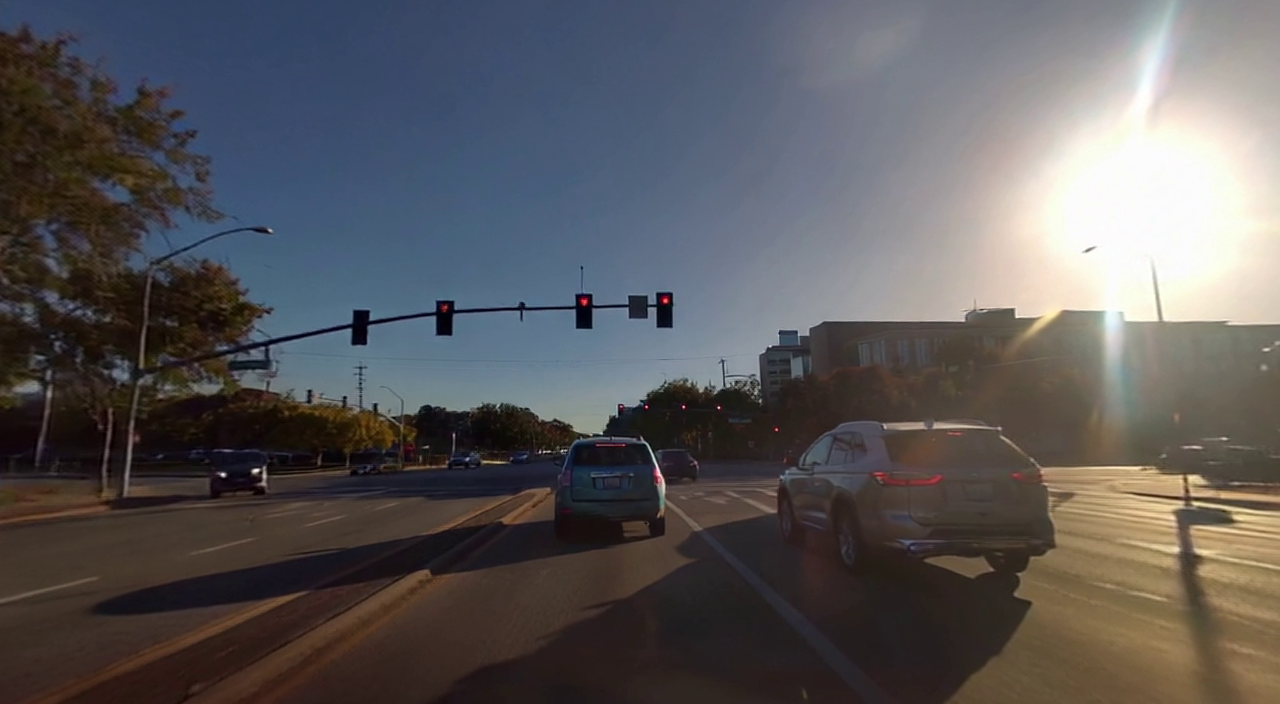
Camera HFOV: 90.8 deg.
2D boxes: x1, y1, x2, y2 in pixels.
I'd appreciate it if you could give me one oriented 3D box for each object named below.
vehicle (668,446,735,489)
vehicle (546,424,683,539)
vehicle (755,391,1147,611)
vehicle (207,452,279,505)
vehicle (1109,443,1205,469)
[{"bbox_3d":[2.228,4.310,23.987,1.900,1.459,4.260,0,-9,-3],"label":"vehicle"},{"bbox_3d":[-0.437,2.254,11.575,2.039,1.698,4.144,0,-9,-2],"label":"vehicle"},{"bbox_3d":[2.995,1.554,7.492,2.228,1.798,4.370,0,-9,-3],"label":"vehicle"},{"bbox_3d":[-15.577,4.842,24.733,2.060,1.771,4.802,5,-10,-33],"label":"vehicle"},{"bbox_3d":[34.265,6.905,41.973,4.498,1.710,1.925,-1,-9,4],"label":"vehicle"}]
